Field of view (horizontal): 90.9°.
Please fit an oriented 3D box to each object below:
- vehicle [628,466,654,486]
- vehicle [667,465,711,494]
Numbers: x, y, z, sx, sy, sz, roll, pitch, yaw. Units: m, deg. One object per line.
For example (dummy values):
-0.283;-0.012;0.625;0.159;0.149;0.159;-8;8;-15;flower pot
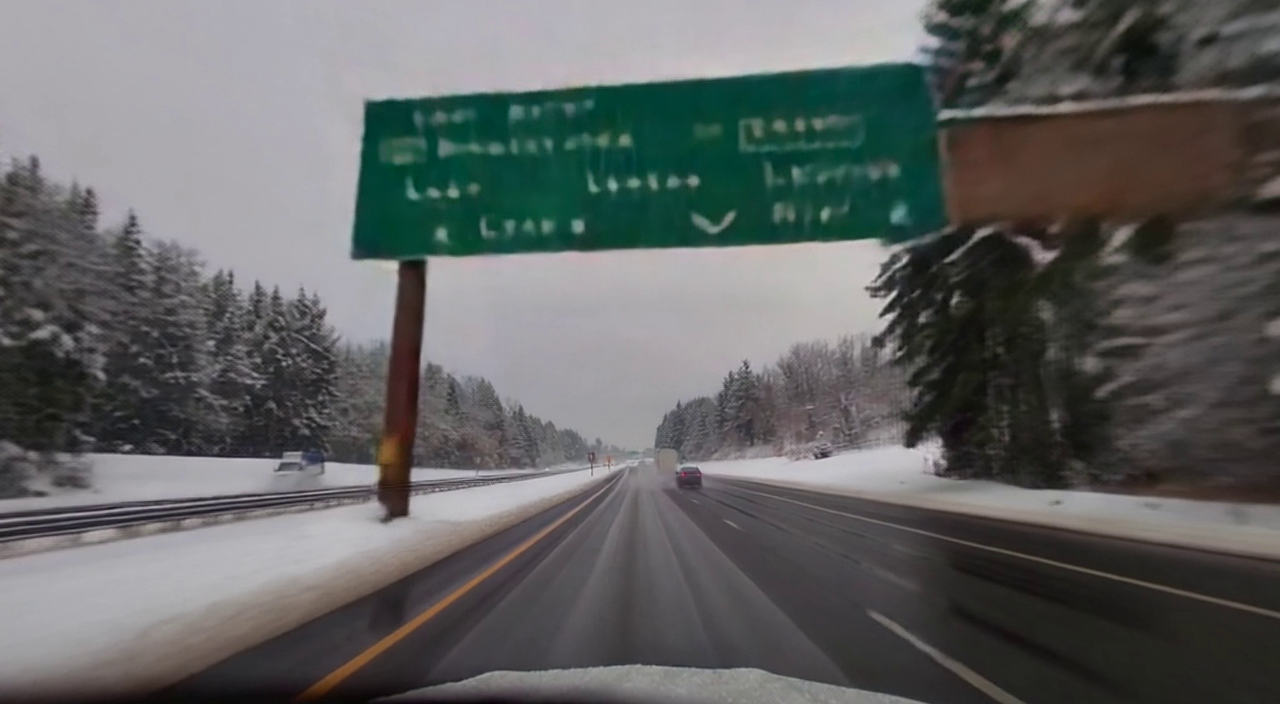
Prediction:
0.038;9.741;49.705;1.980;1.483;3.865;1;-11;-1;vehicle
2.674;7.139;35.392;1.976;1.467;3.783;1;-11;-3;vehicle
